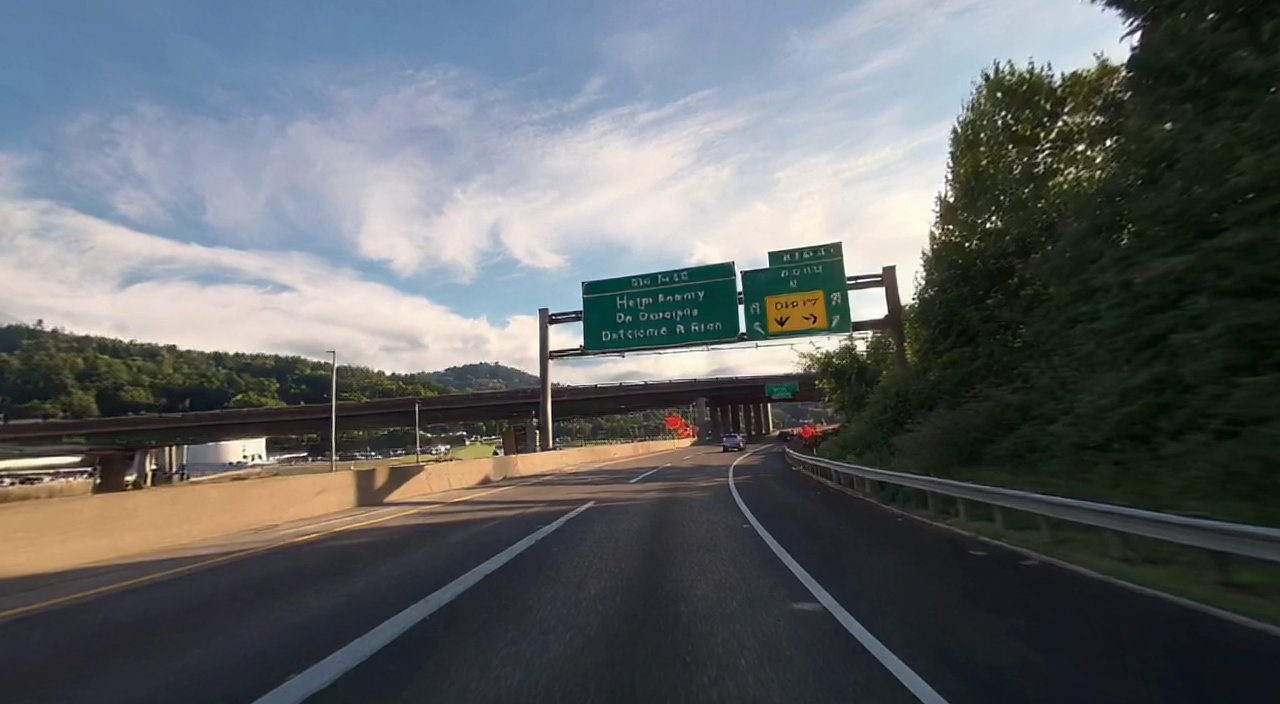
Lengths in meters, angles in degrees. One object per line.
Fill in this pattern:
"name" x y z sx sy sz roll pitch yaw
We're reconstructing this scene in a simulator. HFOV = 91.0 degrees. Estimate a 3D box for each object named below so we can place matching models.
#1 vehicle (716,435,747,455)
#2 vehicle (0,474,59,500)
"vehicle" 7.262 7.343 49.815 1.985 1.511 4.012 -2 -9 14
"vehicle" -48.209 10.512 49.227 1.913 1.691 4.696 2 -9 -13
